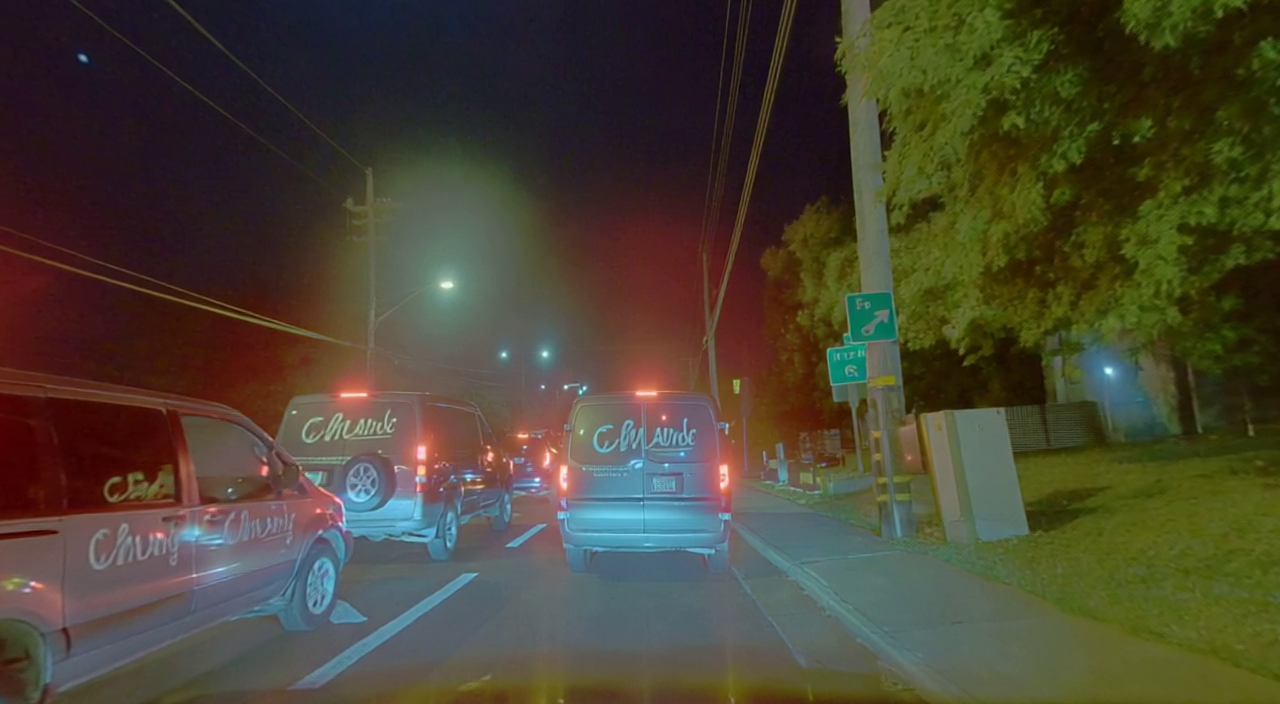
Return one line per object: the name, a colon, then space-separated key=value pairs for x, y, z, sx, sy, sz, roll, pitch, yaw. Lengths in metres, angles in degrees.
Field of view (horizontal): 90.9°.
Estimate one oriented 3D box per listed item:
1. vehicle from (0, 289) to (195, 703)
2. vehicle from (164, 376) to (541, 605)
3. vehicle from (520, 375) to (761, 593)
vehicle: x=-3.134 y=0.458 z=0.256 sx=2.160 sy=1.796 sz=4.997 roll=0 pitch=-8 yaw=1
vehicle: x=-2.751 y=1.482 z=7.623 sx=2.109 sy=1.851 sz=4.749 roll=-1 pitch=-8 yaw=3
vehicle: x=0.114 y=1.465 z=7.702 sx=2.117 sy=1.911 sz=4.095 roll=-1 pitch=-8 yaw=3
